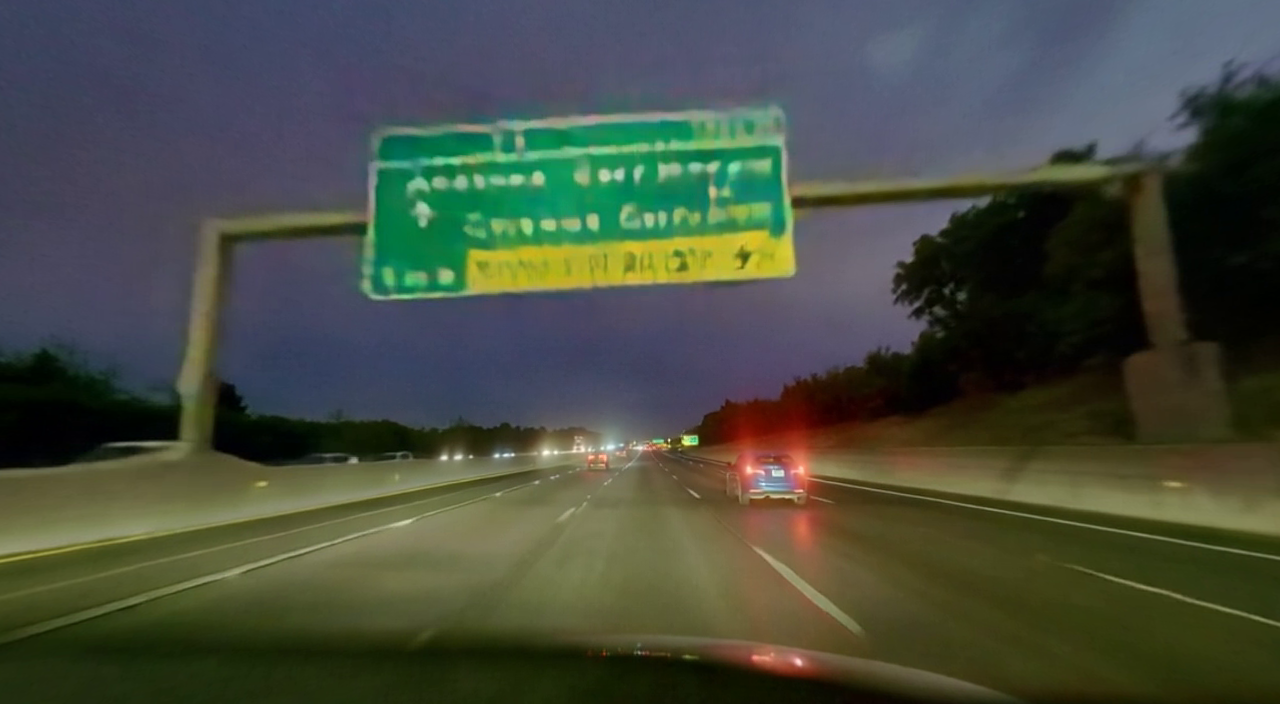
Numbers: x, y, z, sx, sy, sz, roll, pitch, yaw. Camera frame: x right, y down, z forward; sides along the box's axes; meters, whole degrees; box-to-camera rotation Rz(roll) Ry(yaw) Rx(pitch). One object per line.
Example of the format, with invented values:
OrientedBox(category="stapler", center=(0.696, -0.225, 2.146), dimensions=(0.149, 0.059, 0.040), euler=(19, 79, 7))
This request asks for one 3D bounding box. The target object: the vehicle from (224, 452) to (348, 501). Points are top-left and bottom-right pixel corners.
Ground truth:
OrientedBox(category="vehicle", center=(-11.506, 4.036, 20.772), dimensions=(1.868, 1.435, 3.659), euler=(0, -9, 1))

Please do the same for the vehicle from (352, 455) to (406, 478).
OrientedBox(category="vehicle", center=(-18.131, 7.956, 43.920), dimensions=(1.921, 1.507, 4.050), euler=(0, -9, 1))

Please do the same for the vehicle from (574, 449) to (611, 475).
OrientedBox(category="vehicle", center=(-3.043, 7.102, 40.931), dimensions=(2.030, 1.563, 4.389), euler=(0, -9, 0))

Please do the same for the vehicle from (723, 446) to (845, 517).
OrientedBox(category="vehicle", center=(3.371, 3.102, 15.631), dimensions=(1.979, 1.486, 4.125), euler=(0, -9, -1))

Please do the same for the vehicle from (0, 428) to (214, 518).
OrientedBox(category="vehicle", center=(-14.796, 3.166, 17.137), dimensions=(2.313, 1.980, 5.831), euler=(0, -9, 0))

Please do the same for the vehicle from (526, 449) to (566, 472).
OrientedBox(category="vehicle", center=(-6.623, 7.675, 44.921), dimensions=(2.107, 1.541, 4.713), euler=(0, -9, 1))
